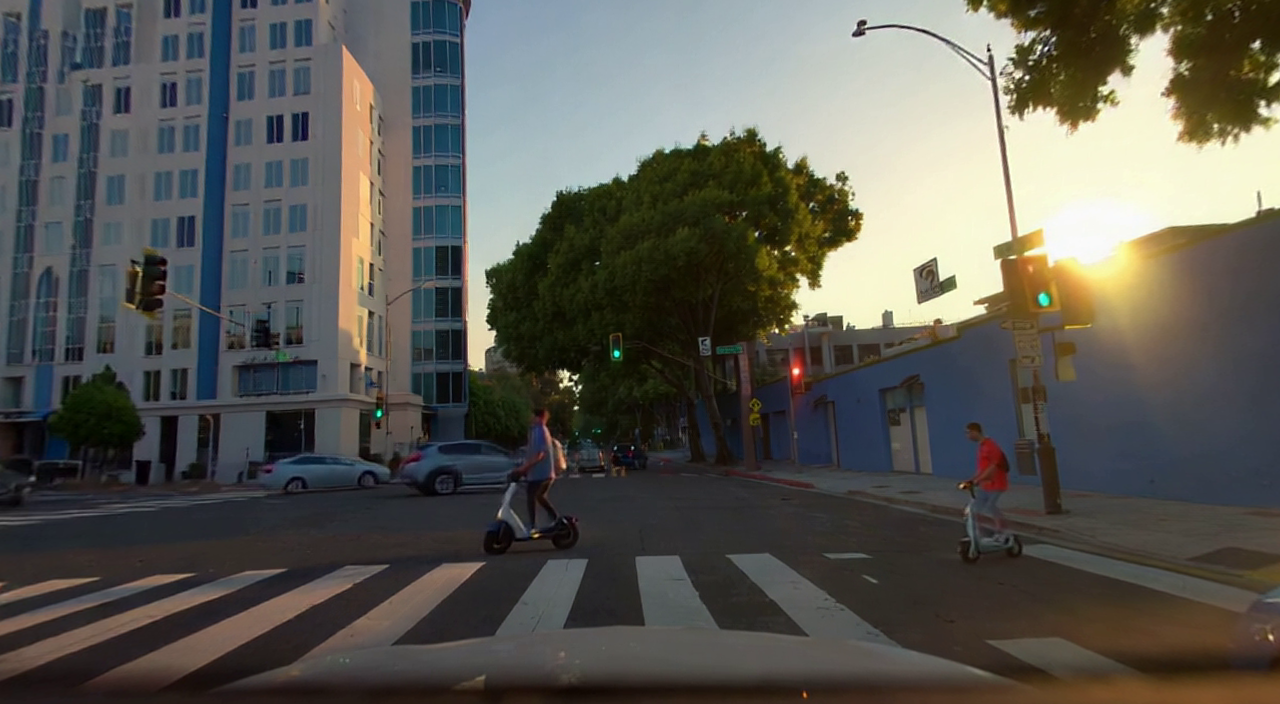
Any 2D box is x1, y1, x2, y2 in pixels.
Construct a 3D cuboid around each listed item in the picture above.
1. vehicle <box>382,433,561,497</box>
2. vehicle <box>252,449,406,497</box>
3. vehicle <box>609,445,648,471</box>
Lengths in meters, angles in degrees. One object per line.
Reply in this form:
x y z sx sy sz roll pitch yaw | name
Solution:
-5.077 3.376 19.275 4.802 1.724 2.122 5 -10 -31 | vehicle
-10.598 4.109 21.874 4.485 1.463 2.075 3 -9 -23 | vehicle
-0.691 6.923 41.528 2.051 1.616 4.641 -1 -8 5 | vehicle
